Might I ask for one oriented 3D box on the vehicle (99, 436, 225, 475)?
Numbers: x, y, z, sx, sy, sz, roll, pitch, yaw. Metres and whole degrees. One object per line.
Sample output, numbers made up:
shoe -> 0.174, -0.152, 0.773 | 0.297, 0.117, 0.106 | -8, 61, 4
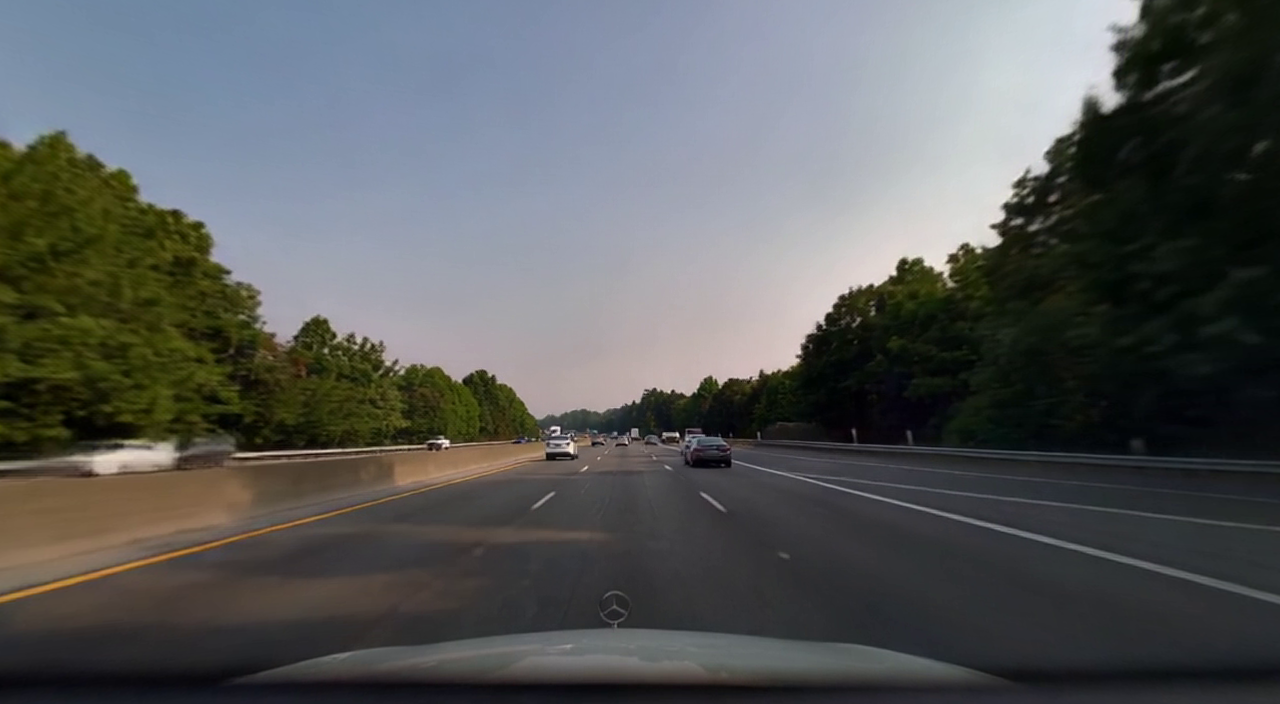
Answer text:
vehicle -> -19.954, 4.295, 26.598 | 1.844, 1.468, 4.521 | 0, -8, -2

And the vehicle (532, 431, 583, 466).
vehicle -> -4.076, 4.868, 32.063 | 2.011, 1.614, 4.808 | 0, -7, -1

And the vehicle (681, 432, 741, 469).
vehicle -> 2.998, 4.221, 27.330 | 1.990, 1.480, 3.865 | 0, -7, -2
